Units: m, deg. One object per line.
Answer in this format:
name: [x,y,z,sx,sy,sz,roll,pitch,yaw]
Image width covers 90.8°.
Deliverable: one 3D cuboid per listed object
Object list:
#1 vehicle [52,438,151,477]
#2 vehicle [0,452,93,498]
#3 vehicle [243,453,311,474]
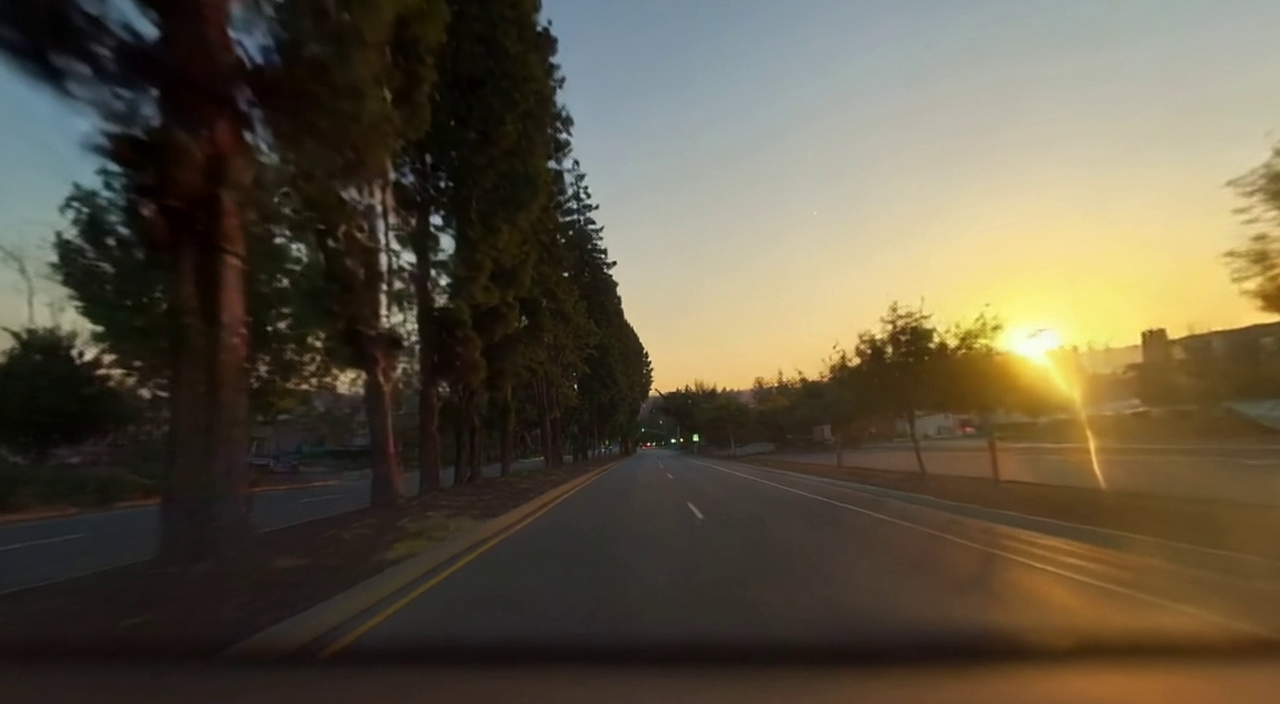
vehicle: [-41.549,8.116,48.837,5.637,2.663,2.208,-2,-6,-2]
vehicle: [-27.971,5.568,28.258,4.971,1.743,2.107,-4,-6,-4]
vehicle: [-28.688,8.773,49.952,4.342,1.446,1.722,-2,-8,2]
